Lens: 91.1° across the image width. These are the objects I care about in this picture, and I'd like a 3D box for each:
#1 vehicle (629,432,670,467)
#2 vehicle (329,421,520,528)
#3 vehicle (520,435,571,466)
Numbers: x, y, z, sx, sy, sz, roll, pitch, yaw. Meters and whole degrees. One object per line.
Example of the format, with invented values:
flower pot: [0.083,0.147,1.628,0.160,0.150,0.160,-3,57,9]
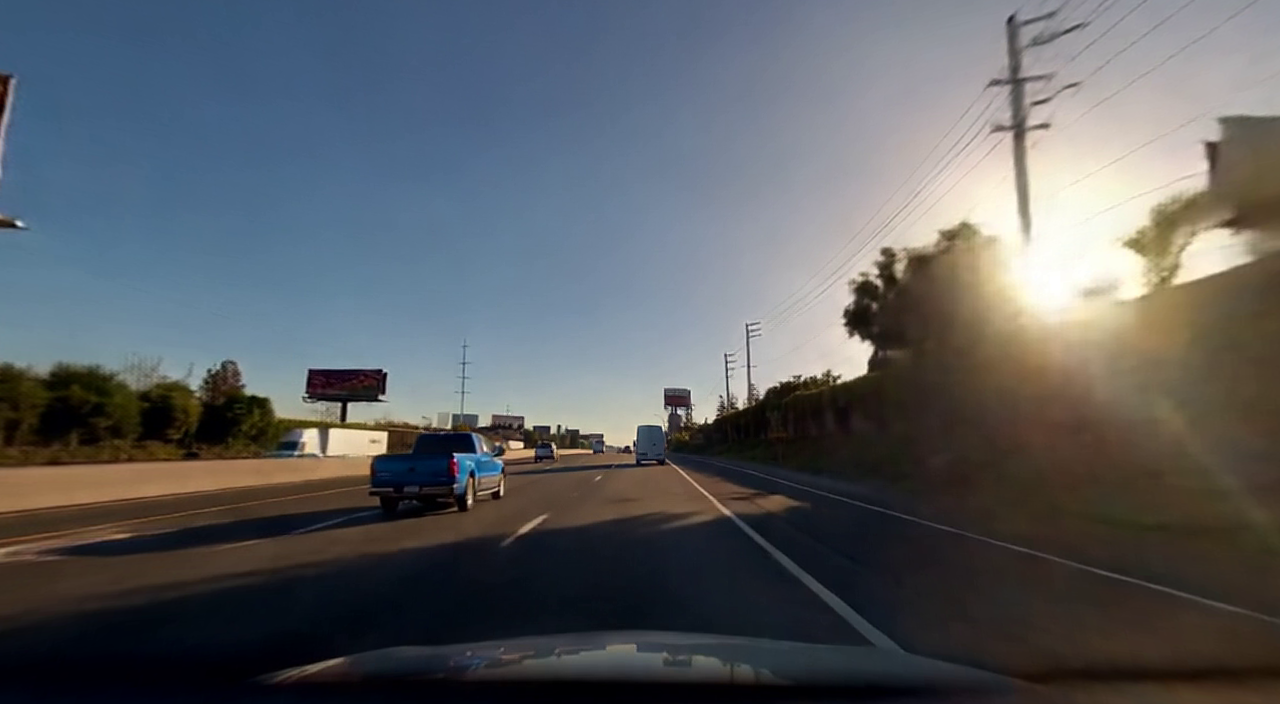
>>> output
vehicle: [0.635,6.866,44.245,2.692,2.279,5.695,0,-8,1]
vehicle: [-4.006,2.368,12.748,2.145,1.730,4.729,0,-8,1]
vehicle: [-6.882,7.298,46.758,2.695,2.084,6.836,0,-8,1]
